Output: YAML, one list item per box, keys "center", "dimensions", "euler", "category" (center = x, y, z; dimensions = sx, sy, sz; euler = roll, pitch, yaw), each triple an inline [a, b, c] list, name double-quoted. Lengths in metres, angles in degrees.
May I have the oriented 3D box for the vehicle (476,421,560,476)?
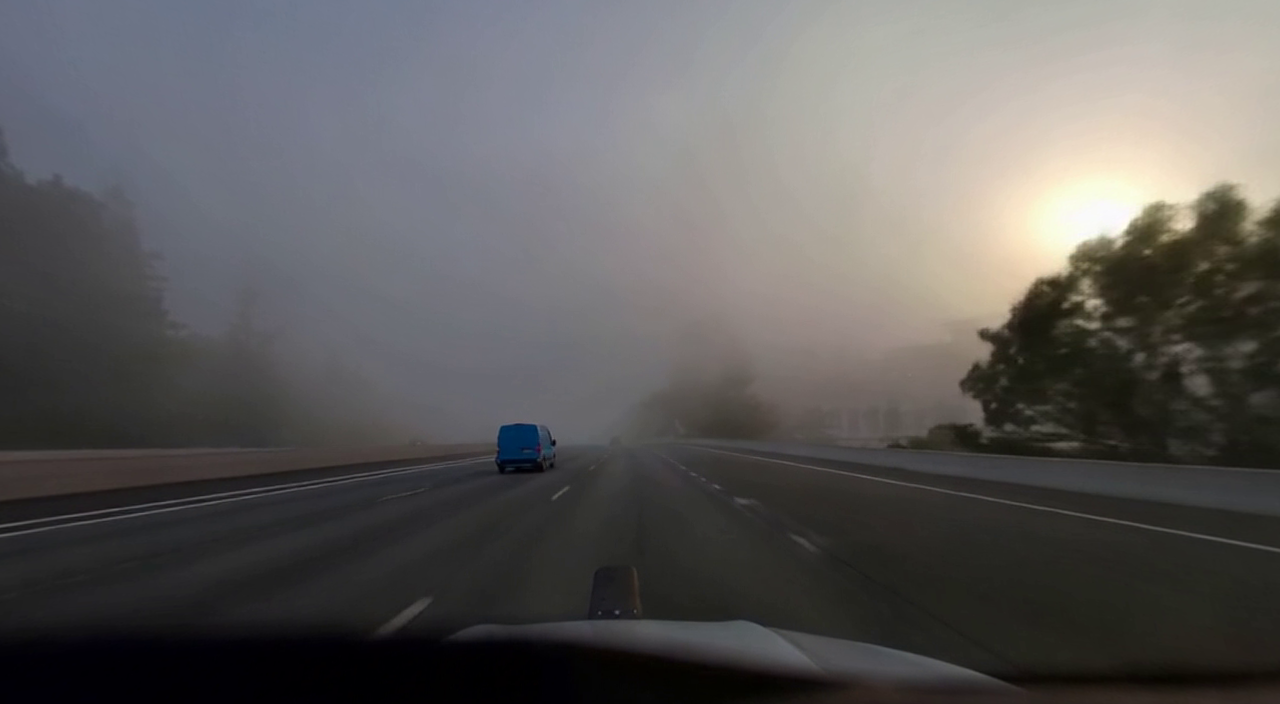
- center: [-4.395, 3.537, 23.475]
  dimensions: [2.219, 1.827, 4.738]
  euler: [0, -8, -1]
  category: "vehicle"
